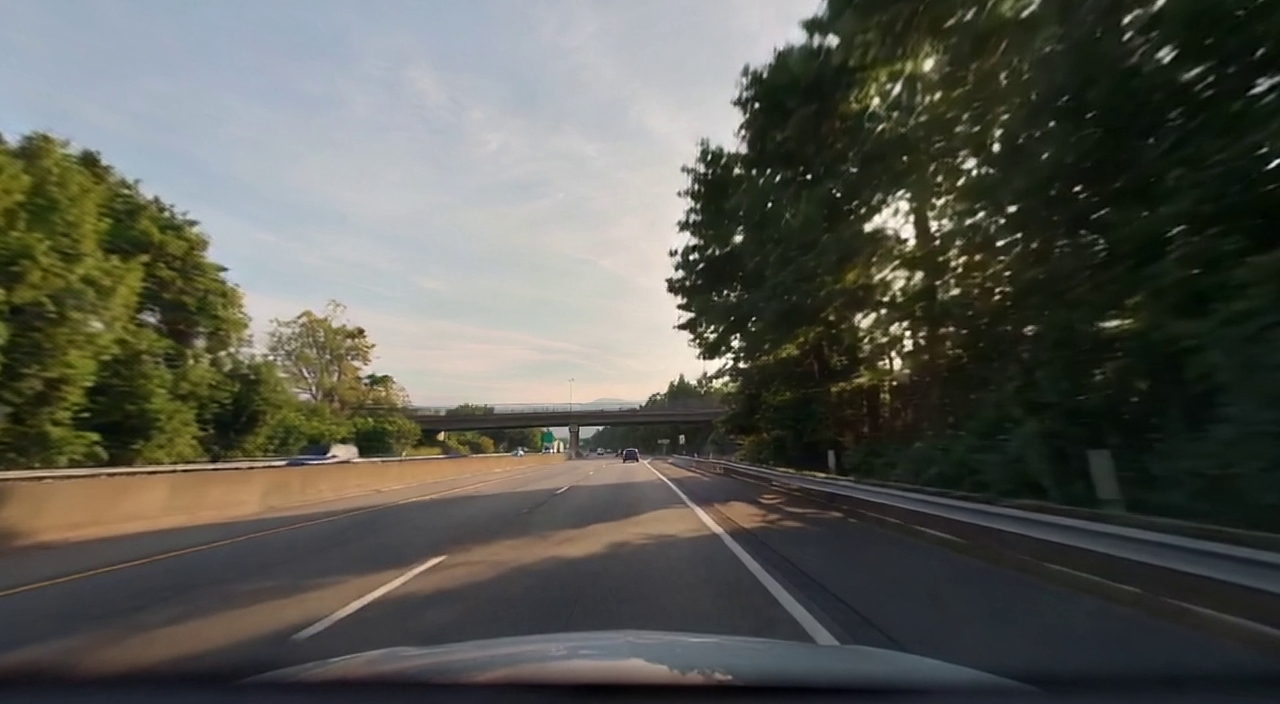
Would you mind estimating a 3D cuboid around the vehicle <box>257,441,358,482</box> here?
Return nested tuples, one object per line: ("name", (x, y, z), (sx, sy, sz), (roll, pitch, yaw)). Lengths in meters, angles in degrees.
("vehicle", (-14.078, 4.660, 26.988), (2.017, 1.610, 4.211), (0, -9, -1))
